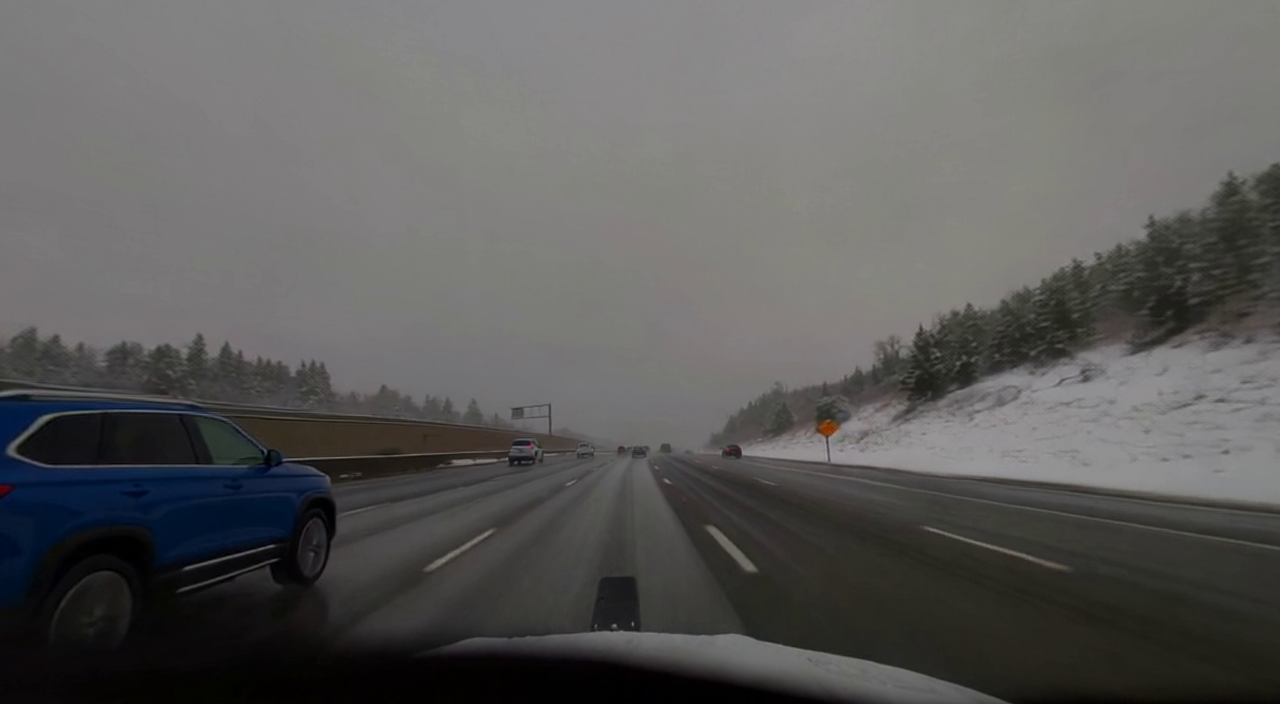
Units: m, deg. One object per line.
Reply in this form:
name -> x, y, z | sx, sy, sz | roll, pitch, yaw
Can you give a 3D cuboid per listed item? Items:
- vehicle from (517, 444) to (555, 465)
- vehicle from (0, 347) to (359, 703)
vehicle -> -7.910, 7.850, 48.530 | 2.054, 1.474, 4.450 | 0, -9, 1
vehicle -> -3.757, 1.005, 3.708 | 2.047, 1.715, 4.689 | 0, -9, 0
